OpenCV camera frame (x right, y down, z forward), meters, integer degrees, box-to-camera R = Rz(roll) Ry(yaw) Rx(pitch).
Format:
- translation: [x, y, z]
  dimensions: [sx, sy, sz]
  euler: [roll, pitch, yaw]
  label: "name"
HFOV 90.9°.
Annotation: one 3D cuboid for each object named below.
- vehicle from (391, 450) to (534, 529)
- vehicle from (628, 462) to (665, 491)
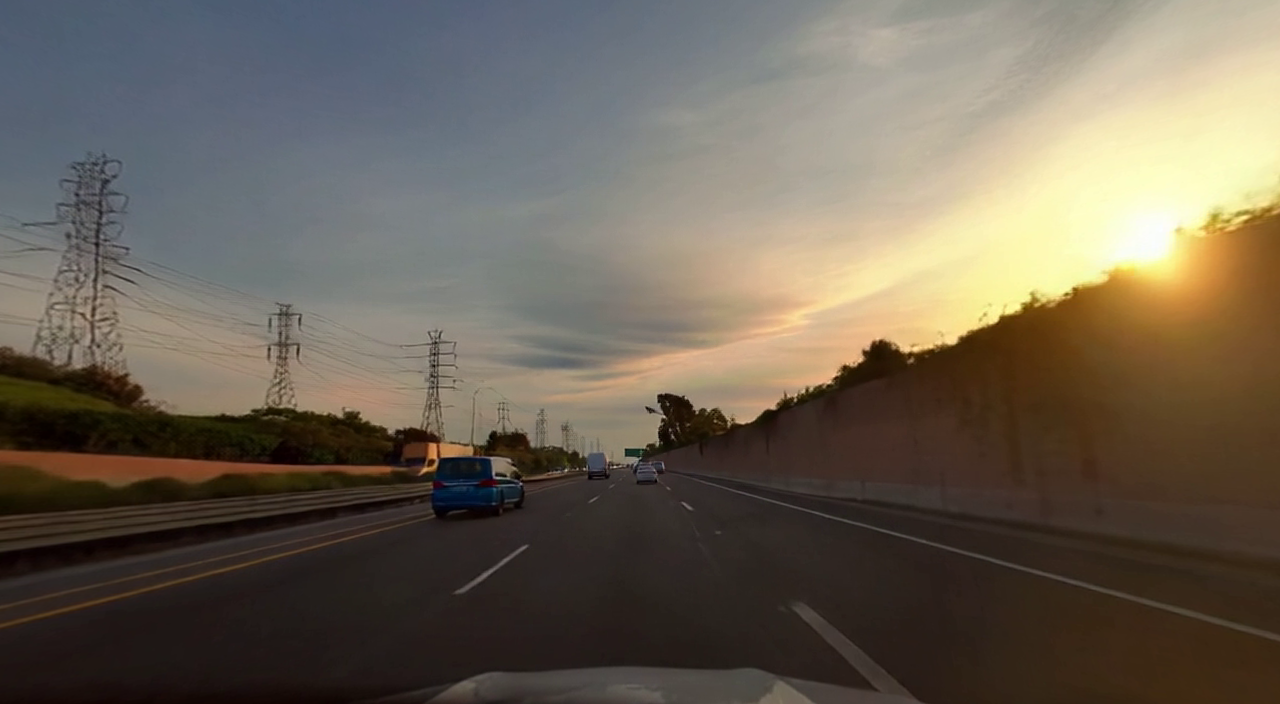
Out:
- translation: [-3.971, 3.212, 15.043]
  dimensions: [2.023, 1.541, 4.543]
  euler: [1, -11, 1]
  label: "vehicle"
- translation: [0.348, 7.220, 36.558]
  dimensions: [2.006, 1.554, 3.863]
  euler: [1, -10, 0]
  label: "vehicle"
